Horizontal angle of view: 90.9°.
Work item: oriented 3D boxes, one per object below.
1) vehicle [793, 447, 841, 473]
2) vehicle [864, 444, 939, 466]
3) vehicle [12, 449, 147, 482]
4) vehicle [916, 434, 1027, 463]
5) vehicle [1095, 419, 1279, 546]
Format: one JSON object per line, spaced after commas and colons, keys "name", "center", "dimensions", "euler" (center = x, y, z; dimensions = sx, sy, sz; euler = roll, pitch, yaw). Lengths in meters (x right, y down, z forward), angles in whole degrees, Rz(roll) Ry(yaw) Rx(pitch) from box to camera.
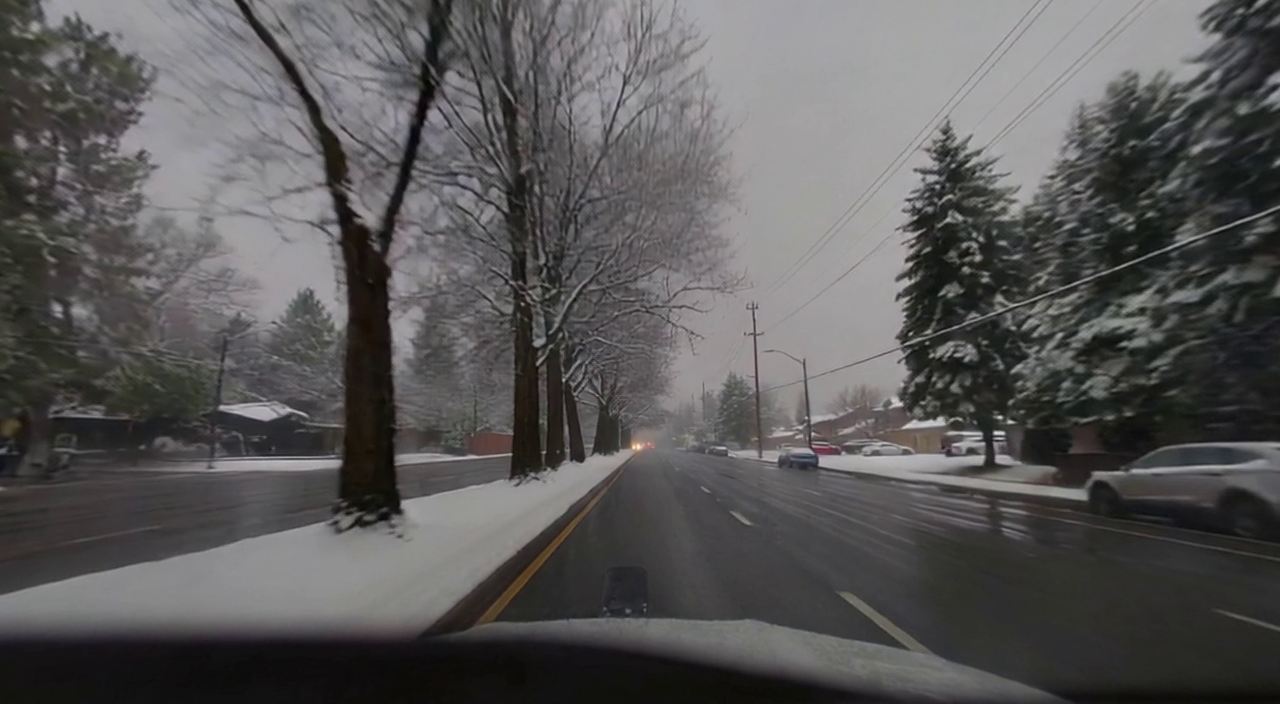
{"name": "vehicle", "center": [11.981, 7.345, 43.016], "dimensions": [1.929, 1.489, 4.777], "euler": [4, -8, 1]}
{"name": "vehicle", "center": [20.141, 7.939, 48.740], "dimensions": [4.897, 1.608, 2.005], "euler": [0, -8, 0]}
{"name": "vehicle", "center": [-28.175, 5.686, 31.789], "dimensions": [4.722, 1.533, 2.182], "euler": [0, -8, 0]}
{"name": "vehicle", "center": [23.169, 6.753, 44.271], "dimensions": [6.075, 1.933, 3.018], "euler": [0, -8, 1]}
{"name": "vehicle", "center": [11.655, 2.406, 12.237], "dimensions": [2.568, 2.038, 4.088], "euler": [0, -8, 2]}
